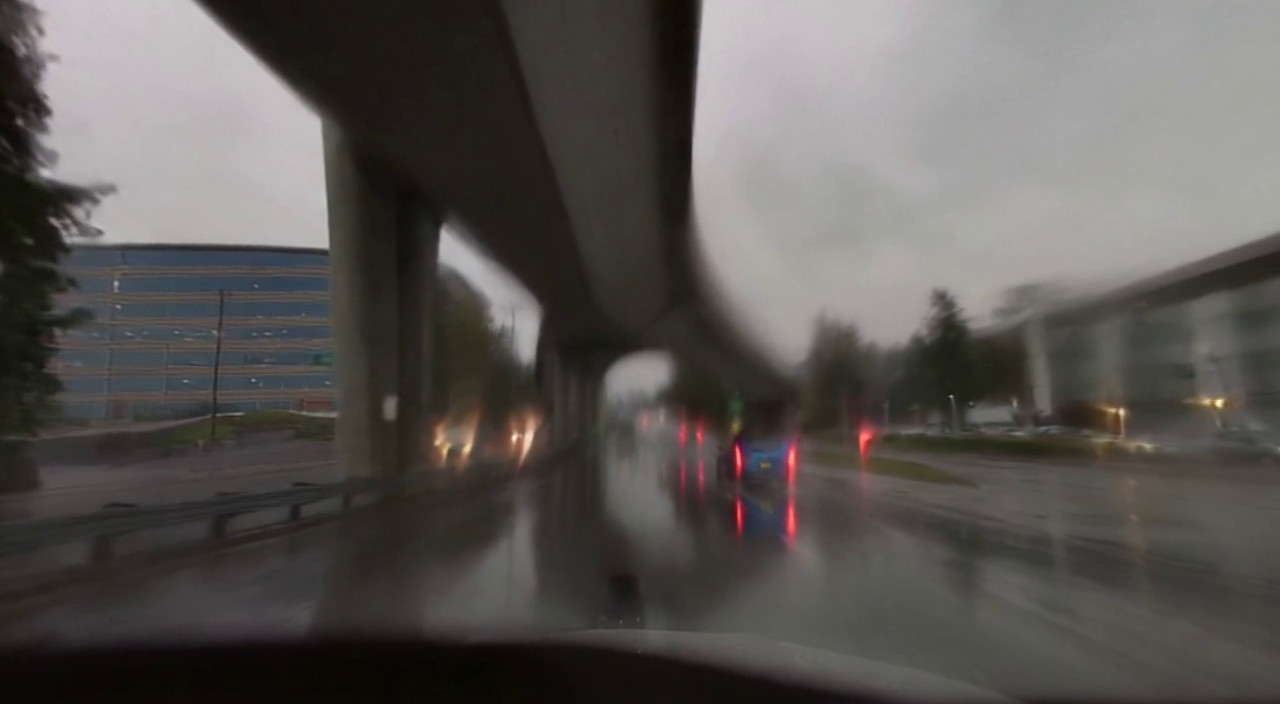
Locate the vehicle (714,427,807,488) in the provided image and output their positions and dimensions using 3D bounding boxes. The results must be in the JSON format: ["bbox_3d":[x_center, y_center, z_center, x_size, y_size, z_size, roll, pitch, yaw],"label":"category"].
[{"bbox_3d":[3.707,3.359,20.261,2.110,1.712,4.489,0,-9,0],"label":"vehicle"}]
